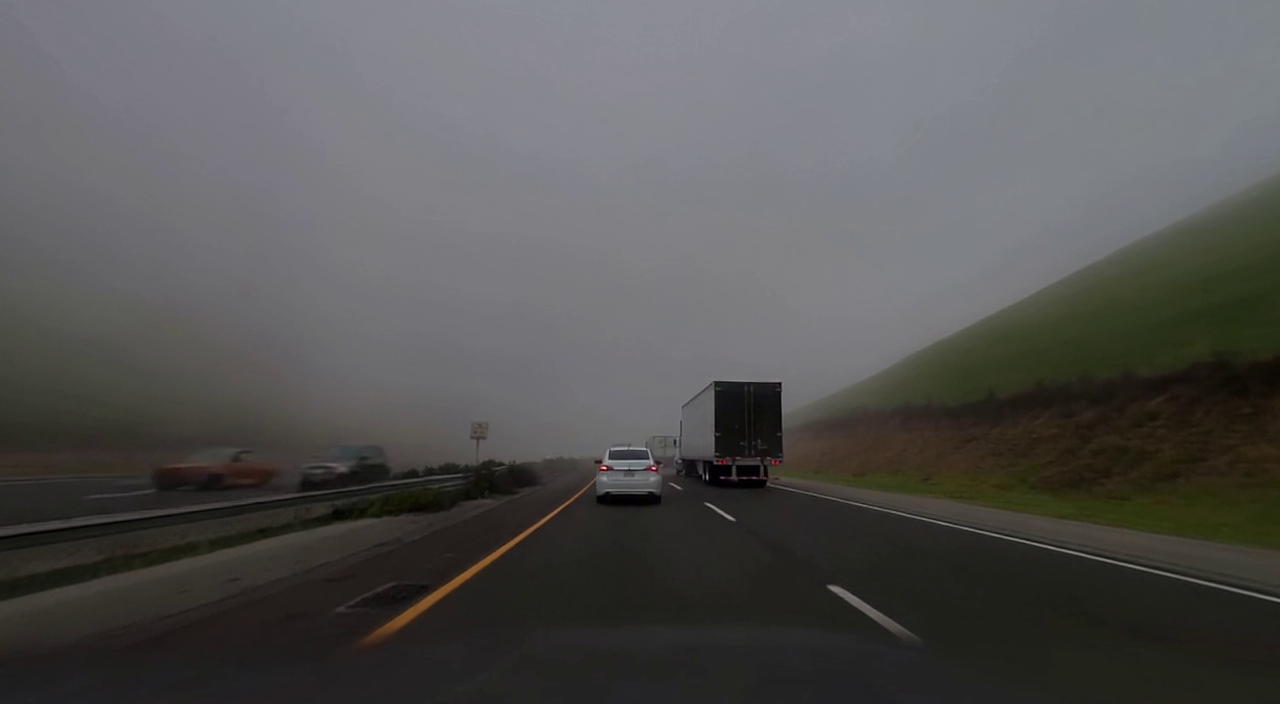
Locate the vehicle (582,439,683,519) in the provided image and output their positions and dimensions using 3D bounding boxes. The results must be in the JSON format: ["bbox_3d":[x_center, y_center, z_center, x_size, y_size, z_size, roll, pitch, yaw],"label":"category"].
[{"bbox_3d":[-0.173,2.967,15.181,2.109,1.639,3.768,0,-9,-1],"label":"vehicle"}]

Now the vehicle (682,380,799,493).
[{"bbox_3d":[4.052,4.097,29.640,2.812,4.024,14.098,0,-9,-1],"label":"vehicle"}]

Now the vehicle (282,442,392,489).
[{"bbox_3d":[-11.374,4.289,24.083,2.089,1.615,4.363,0,-9,-1],"label":"vehicle"}]

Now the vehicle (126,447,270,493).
[{"bbox_3d":[-15.745,4.205,22.846,2.005,1.495,4.508,0,-9,-1],"label":"vehicle"}]
